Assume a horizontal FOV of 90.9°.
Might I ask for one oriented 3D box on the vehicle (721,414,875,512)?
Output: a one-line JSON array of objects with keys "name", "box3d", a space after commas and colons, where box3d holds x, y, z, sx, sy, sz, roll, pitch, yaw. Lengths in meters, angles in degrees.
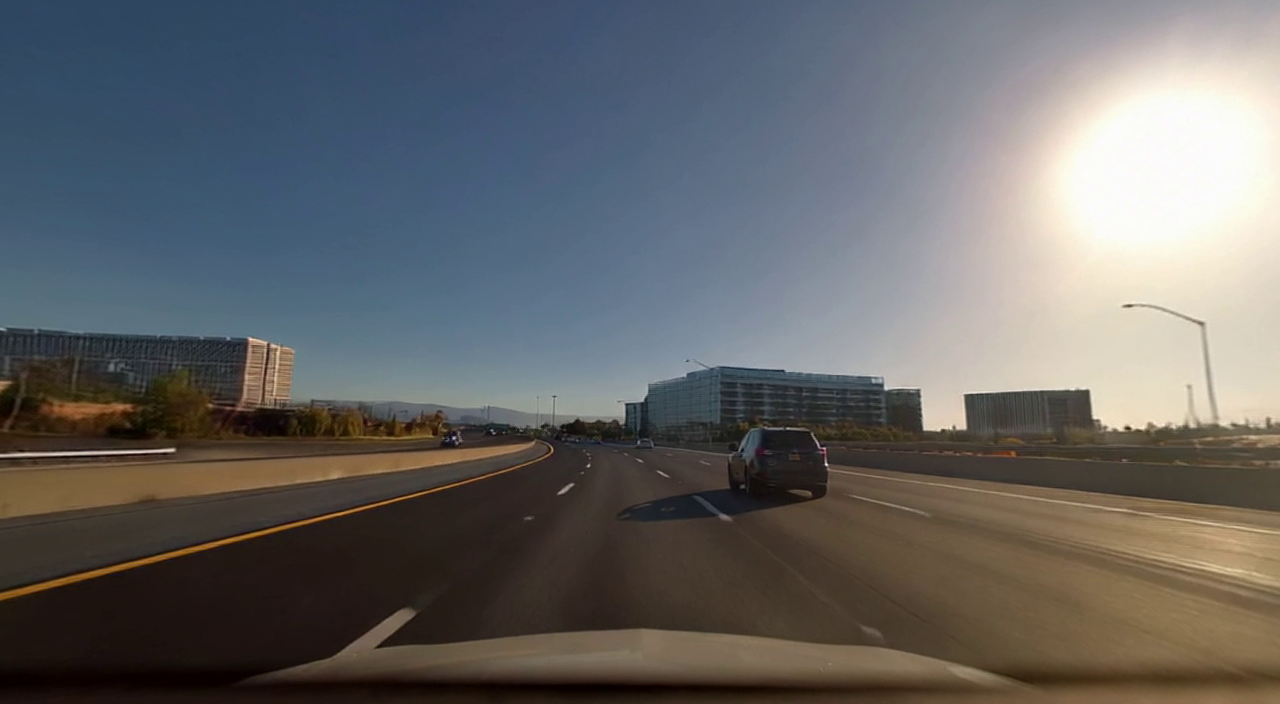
[{"name": "vehicle", "box3d": [3.090, 2.289, 13.383, 2.059, 1.715, 4.192, 0, -8, -2]}]
